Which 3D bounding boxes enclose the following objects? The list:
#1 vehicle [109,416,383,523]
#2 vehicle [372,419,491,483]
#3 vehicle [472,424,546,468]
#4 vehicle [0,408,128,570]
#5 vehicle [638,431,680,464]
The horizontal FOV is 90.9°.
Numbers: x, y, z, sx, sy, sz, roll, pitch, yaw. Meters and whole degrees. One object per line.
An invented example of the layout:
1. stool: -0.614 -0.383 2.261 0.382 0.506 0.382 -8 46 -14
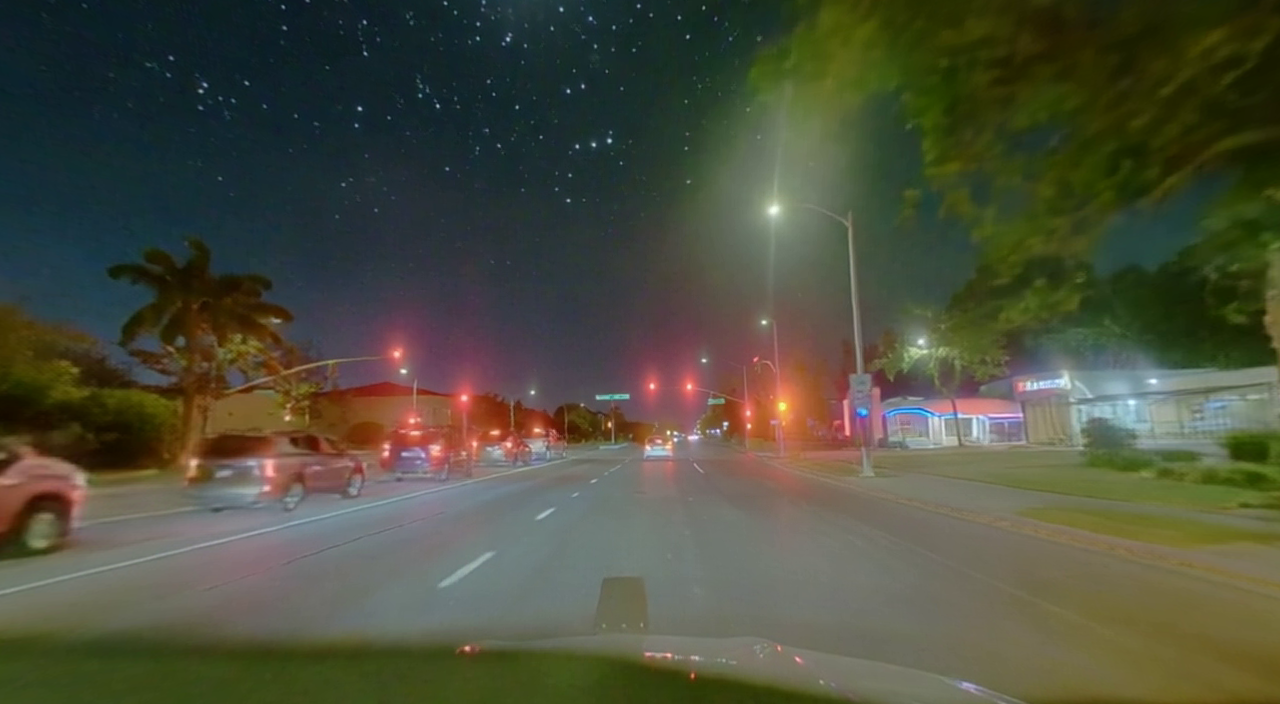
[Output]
1. vehicle: -7.017 2.138 12.046 2.121 1.630 4.642 0 -8 2
2. vehicle: -6.546 3.196 20.509 1.951 1.809 4.917 0 -8 3
3. vehicle: -6.027 4.418 29.722 2.111 1.864 4.932 -1 -8 4
4. vehicle: -7.375 1.318 5.920 1.870 1.616 3.765 0 -8 1
5. vehicle: 1.074 5.172 34.318 2.197 1.682 3.642 0 -8 3
